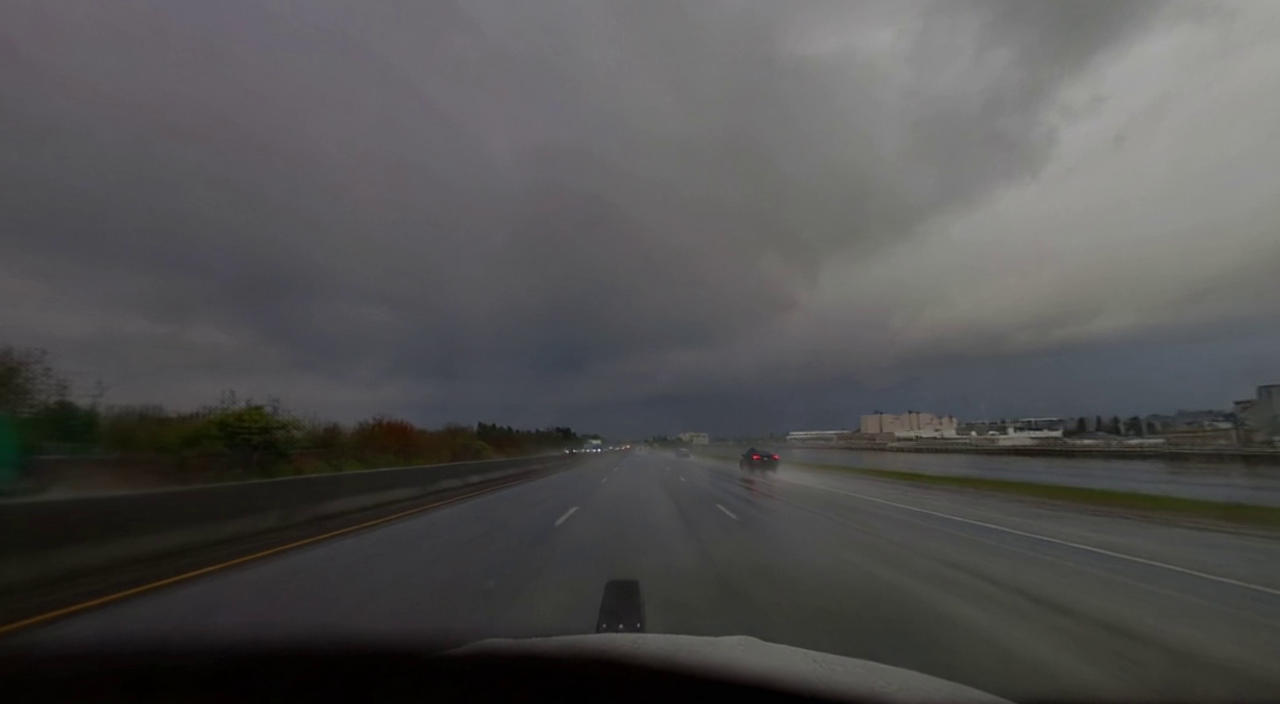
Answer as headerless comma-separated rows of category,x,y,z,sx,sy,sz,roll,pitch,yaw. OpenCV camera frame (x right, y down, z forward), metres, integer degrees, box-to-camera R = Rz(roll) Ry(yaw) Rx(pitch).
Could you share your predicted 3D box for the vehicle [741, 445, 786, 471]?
vehicle,7.537,6.518,38.882,1.923,1.516,3.815,0,-9,-1
